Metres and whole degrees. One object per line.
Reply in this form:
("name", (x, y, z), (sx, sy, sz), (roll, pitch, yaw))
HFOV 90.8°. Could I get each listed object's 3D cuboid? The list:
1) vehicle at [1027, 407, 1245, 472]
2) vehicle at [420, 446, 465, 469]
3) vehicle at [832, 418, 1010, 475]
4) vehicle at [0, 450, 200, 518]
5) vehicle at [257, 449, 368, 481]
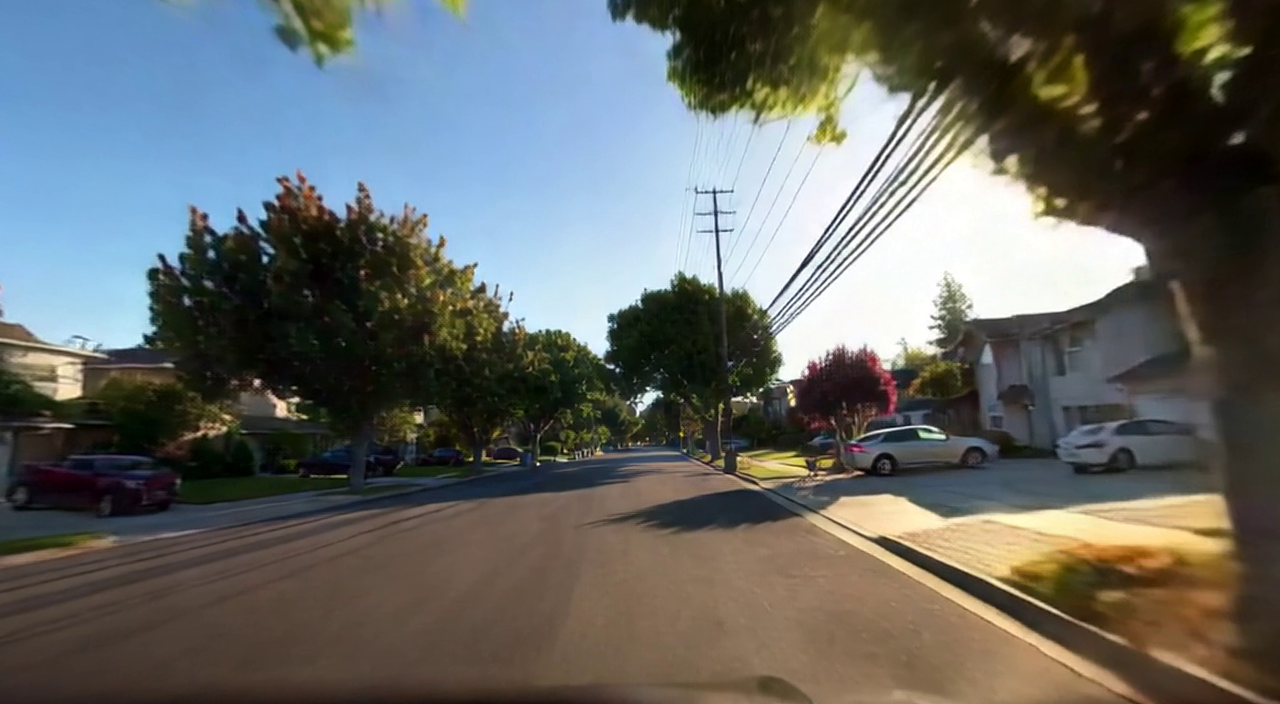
("vehicle", (13.000, 2.332, 16.795), (4.122, 1.610, 1.888), (0, -8, 2))
("vehicle", (-14.996, 8.024, 48.203), (1.816, 1.614, 4.866), (0, -8, 1))
("vehicle", (9.299, 3.152, 21.225), (4.952, 1.775, 2.089), (0, -8, -1))
("vehicle", (-14.259, 3.368, 16.417), (4.260, 1.588, 1.927), (-1, -8, 5))
("vehicle", (-16.460, 5.685, 31.923), (4.519, 1.508, 2.018), (0, -8, 3))
